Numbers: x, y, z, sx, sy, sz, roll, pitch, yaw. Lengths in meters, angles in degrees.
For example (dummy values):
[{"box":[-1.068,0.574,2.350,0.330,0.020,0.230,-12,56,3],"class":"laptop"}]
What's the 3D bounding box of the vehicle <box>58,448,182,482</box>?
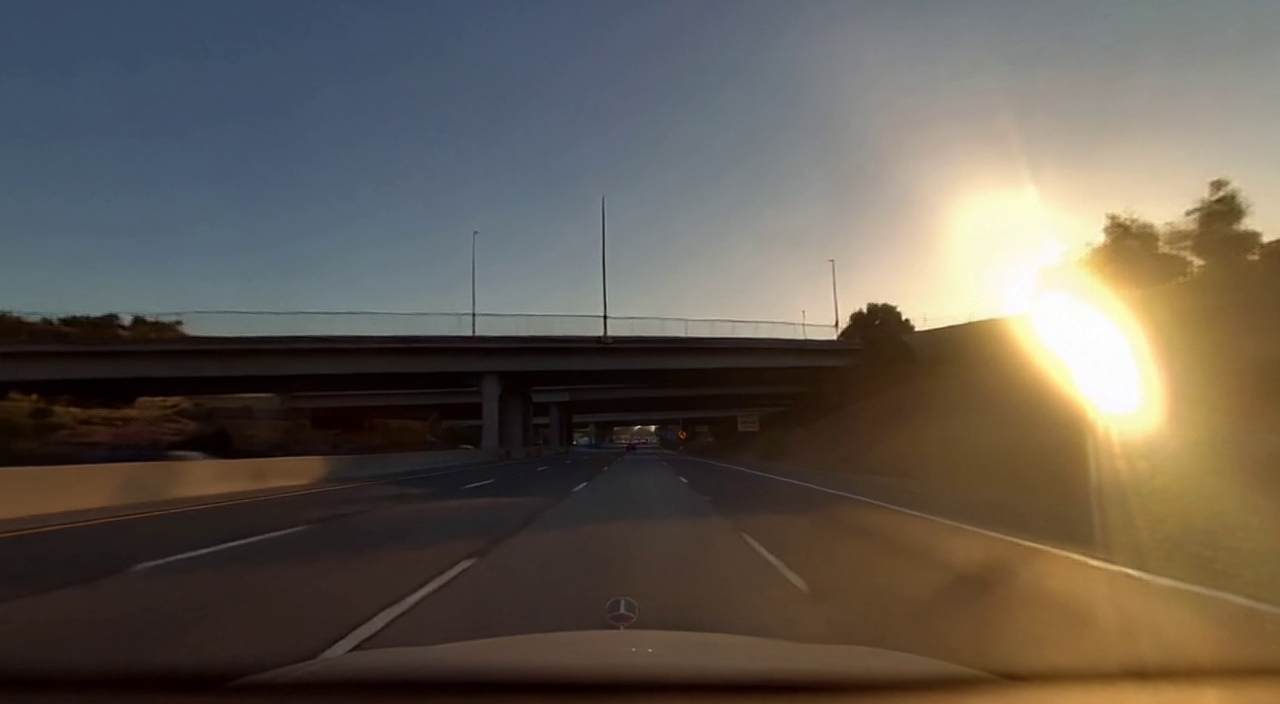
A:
[{"box":[-25.149,5.473,30.818,1.914,1.490,4.796,0,-8,1],"class":"vehicle"}]
